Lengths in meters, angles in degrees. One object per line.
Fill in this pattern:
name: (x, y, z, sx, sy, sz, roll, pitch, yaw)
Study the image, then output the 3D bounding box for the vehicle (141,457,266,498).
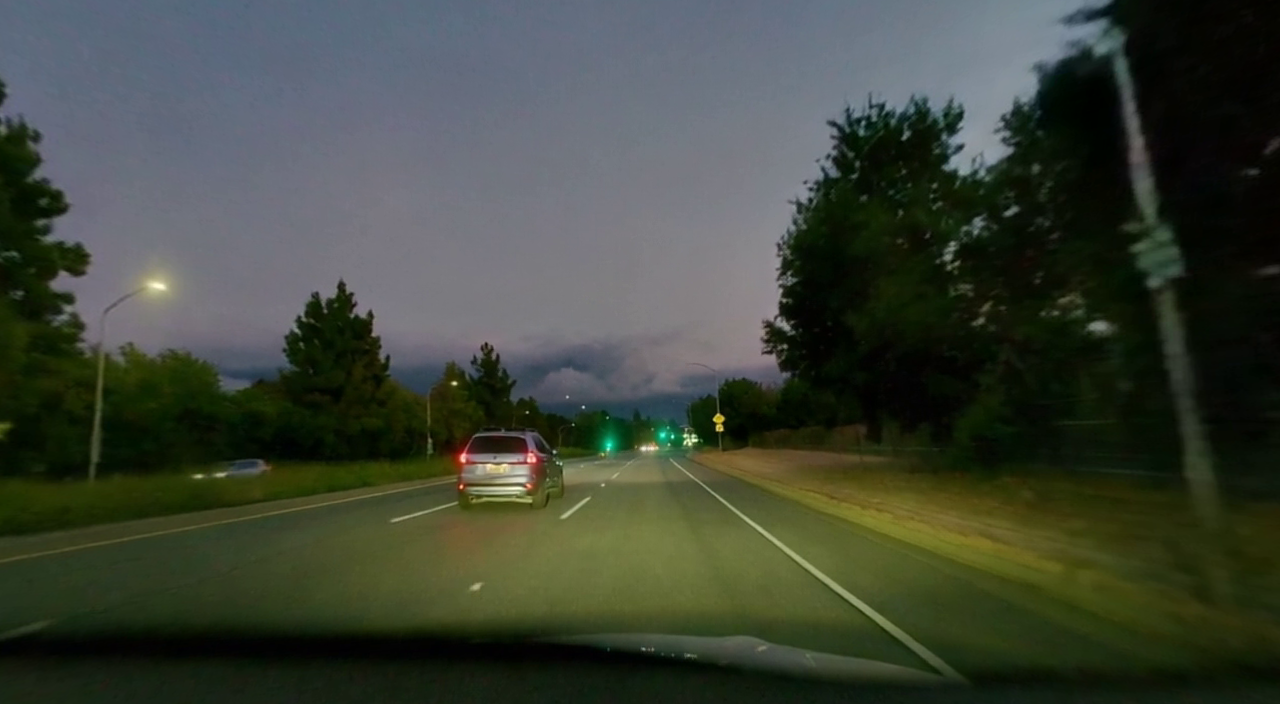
vehicle: (-18.776, 5.395, 27.456, 1.978, 1.541, 4.664, 0, -9, 2)

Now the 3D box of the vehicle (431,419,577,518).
vehicle: (-2.837, 2.575, 14.486, 2.160, 1.855, 4.695, 0, -8, 2)
